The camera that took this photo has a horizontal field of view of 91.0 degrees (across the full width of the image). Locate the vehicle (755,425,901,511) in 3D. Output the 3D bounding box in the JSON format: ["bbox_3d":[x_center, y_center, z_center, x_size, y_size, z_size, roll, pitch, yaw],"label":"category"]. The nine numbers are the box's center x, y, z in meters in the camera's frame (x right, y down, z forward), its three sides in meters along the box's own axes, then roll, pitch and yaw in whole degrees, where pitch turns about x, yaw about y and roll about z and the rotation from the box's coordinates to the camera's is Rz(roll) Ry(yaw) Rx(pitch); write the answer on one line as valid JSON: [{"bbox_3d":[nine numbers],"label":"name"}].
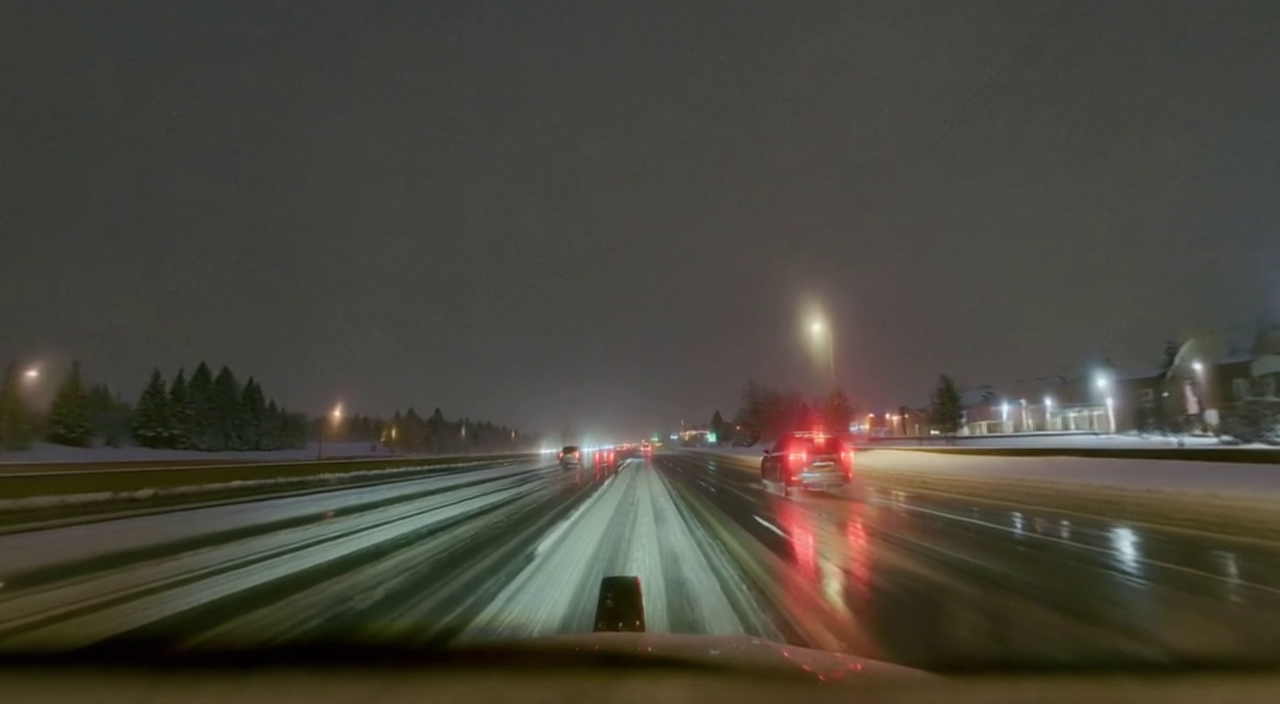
[{"bbox_3d":[4.345,2.768,15.502,2.109,1.764,4.704,0,-9,0],"label":"vehicle"}]

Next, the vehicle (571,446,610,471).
[{"bbox_3d":[-3.153,6.860,40.704,2.139,1.510,4.506,0,-9,0],"label":"vehicle"}]
